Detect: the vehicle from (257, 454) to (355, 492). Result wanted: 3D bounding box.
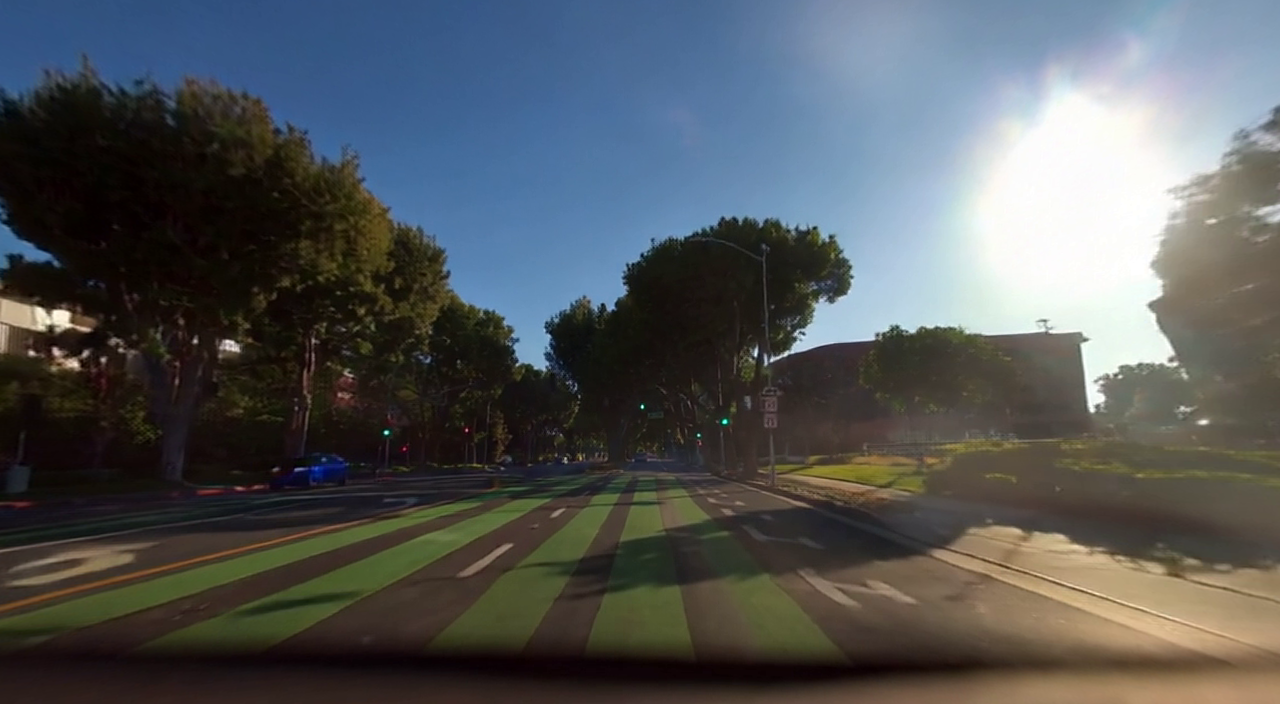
[{"bbox_3d":[-15.368,5.552,29.386,1.910,1.544,4.387,0,-9,4],"label":"vehicle"}]
